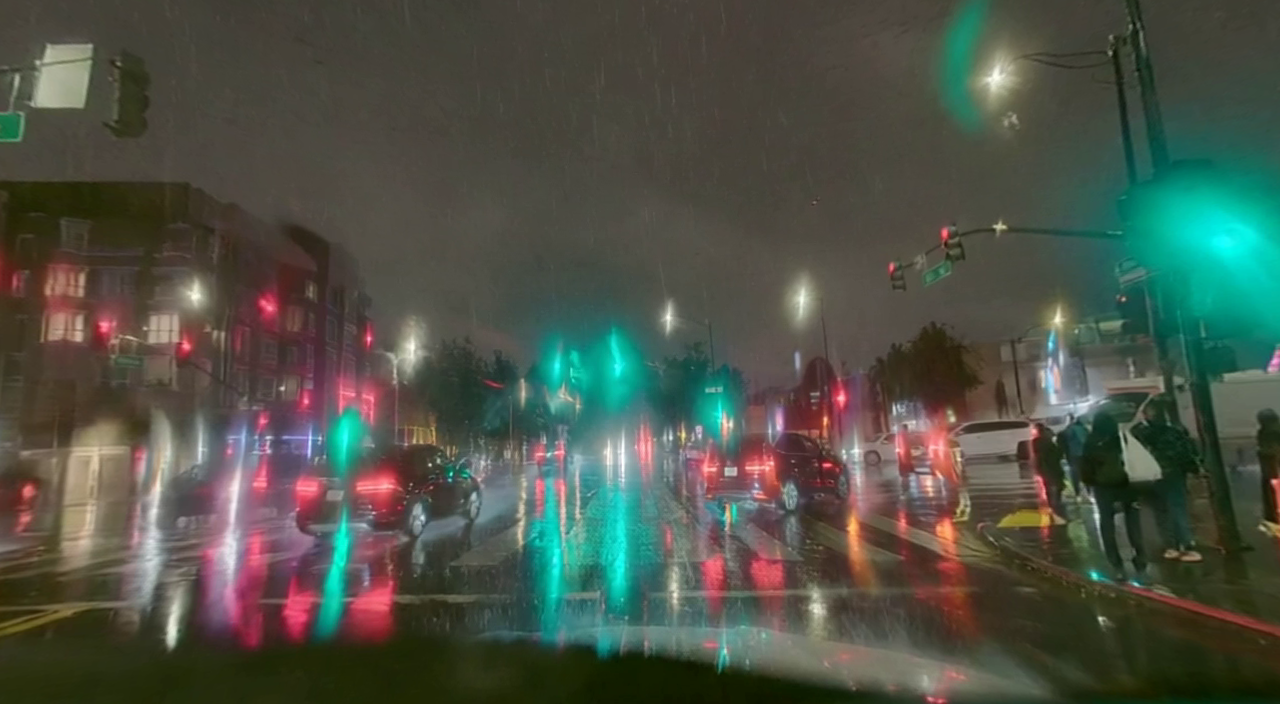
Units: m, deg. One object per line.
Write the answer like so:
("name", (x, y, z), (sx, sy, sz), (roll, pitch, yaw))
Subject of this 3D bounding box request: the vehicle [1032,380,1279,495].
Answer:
("vehicle", (11.907, 1.811, 13.411), (5.523, 2.219, 2.251), (0, -8, 1))

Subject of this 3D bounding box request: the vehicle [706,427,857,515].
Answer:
("vehicle", (3.147, 2.388, 13.210), (2.153, 1.480, 4.540), (-4, -9, 24))

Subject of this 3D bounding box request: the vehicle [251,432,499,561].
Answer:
("vehicle", (-3.530, 1.969, 9.278), (1.973, 1.496, 3.713), (0, -8, 1))

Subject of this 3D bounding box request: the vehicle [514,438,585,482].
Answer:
("vehicle", (-3.316, 4.076, 24.074), (1.916, 1.487, 4.535), (0, -8, 2))

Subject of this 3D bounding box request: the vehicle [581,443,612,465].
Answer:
("vehicle", (-3.141, 7.375, 45.856), (1.888, 1.489, 3.863), (0, -8, 1))

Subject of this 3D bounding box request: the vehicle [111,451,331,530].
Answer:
("vehicle", (-9.239, 3.048, 14.495), (1.922, 1.457, 4.494), (0, -8, 1))

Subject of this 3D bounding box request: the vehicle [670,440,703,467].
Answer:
("vehicle", (3.193, 7.042, 44.042), (1.924, 1.765, 3.954), (0, -8, -2))

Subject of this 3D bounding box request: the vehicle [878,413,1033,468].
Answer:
("vehicle", (12.603, 3.568, 25.465), (5.004, 1.771, 2.159), (-4, -8, 1))
